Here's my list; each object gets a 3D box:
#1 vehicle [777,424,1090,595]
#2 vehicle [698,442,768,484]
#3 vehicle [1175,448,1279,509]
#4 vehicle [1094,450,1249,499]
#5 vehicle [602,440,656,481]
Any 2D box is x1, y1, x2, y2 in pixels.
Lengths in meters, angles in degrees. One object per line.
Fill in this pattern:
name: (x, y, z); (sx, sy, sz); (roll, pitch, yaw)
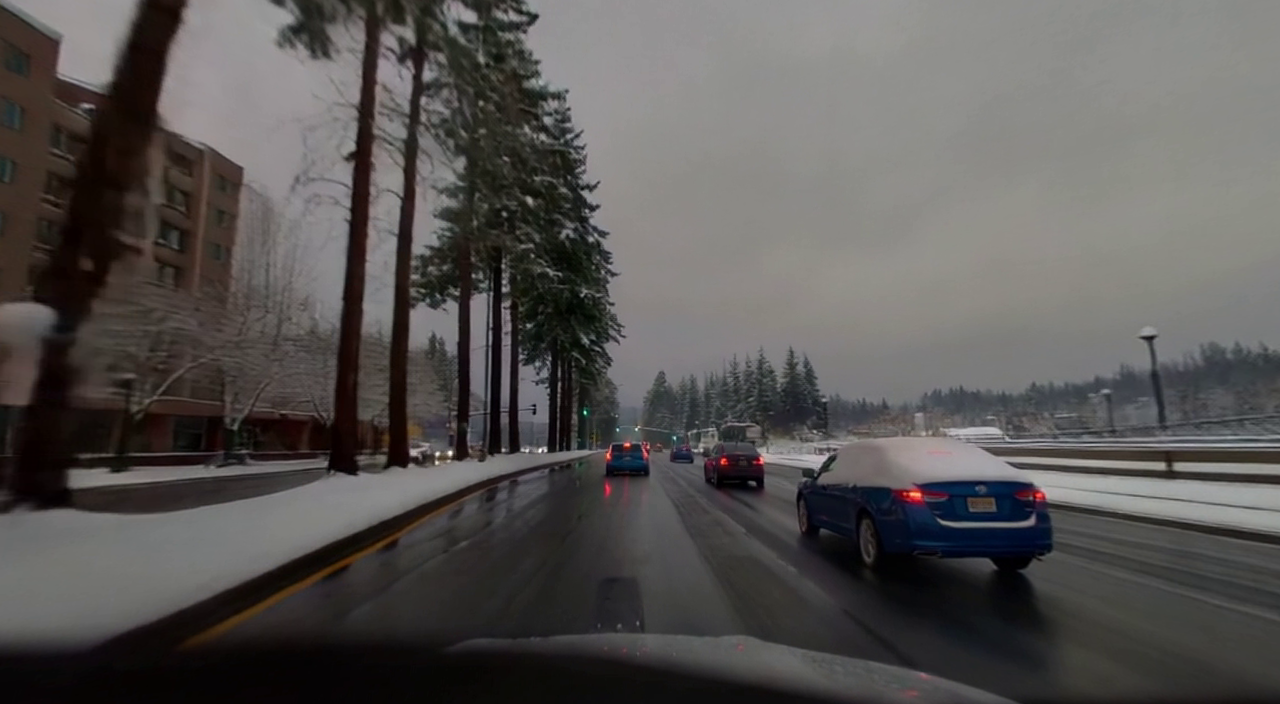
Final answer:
vehicle: (3.050, 1.696, 7.619); (1.852, 1.498, 3.825); (0, -9, -1)
vehicle: (3.415, 4.158, 23.996); (1.908, 1.453, 4.230); (0, -9, -1)
vehicle: (17.407, 3.454, 17.683); (4.423, 1.497, 1.965); (4, -10, -26)
vehicle: (17.293, 3.922, 20.554); (4.357, 1.411, 2.067); (4, -9, -25)
vehicle: (-0.415, 4.246, 24.993); (1.994, 1.479, 3.647); (0, -8, -1)
